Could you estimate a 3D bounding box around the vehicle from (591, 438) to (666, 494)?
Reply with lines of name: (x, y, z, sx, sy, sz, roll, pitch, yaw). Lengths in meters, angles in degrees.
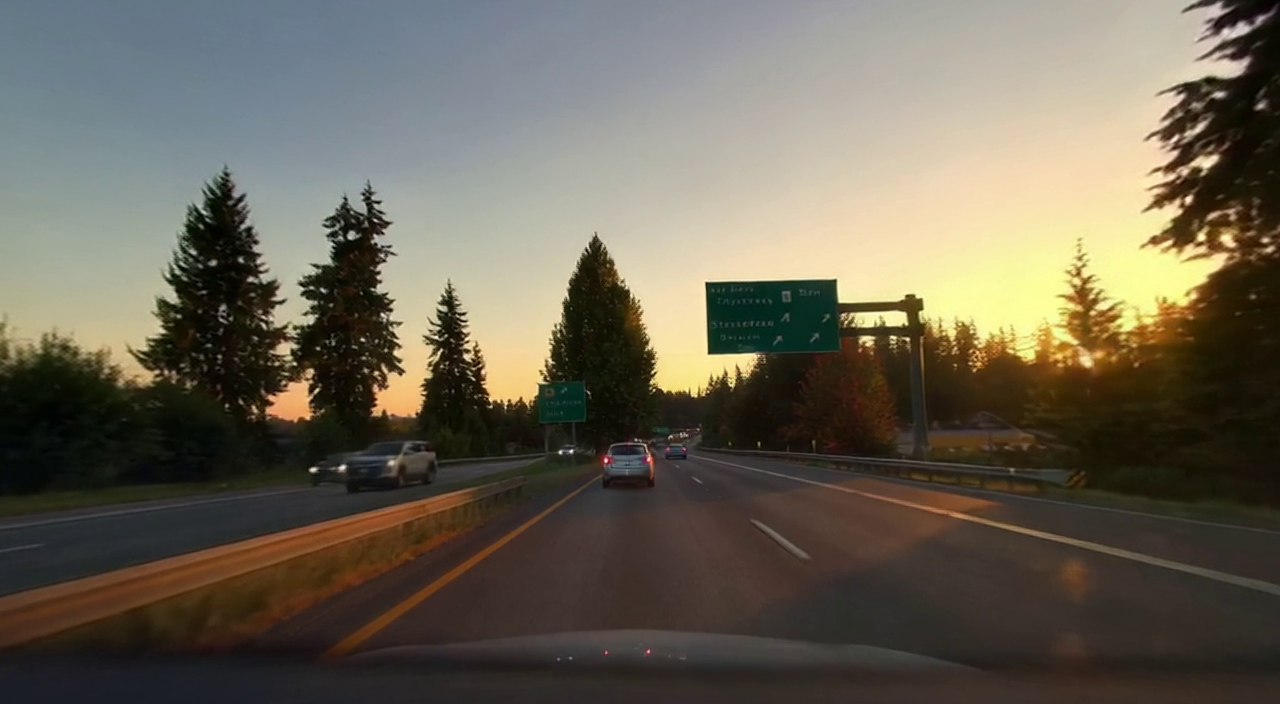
vehicle: (-0.303, 3.345, 18.795, 2.003, 1.490, 3.636, 0, -9, 0)
